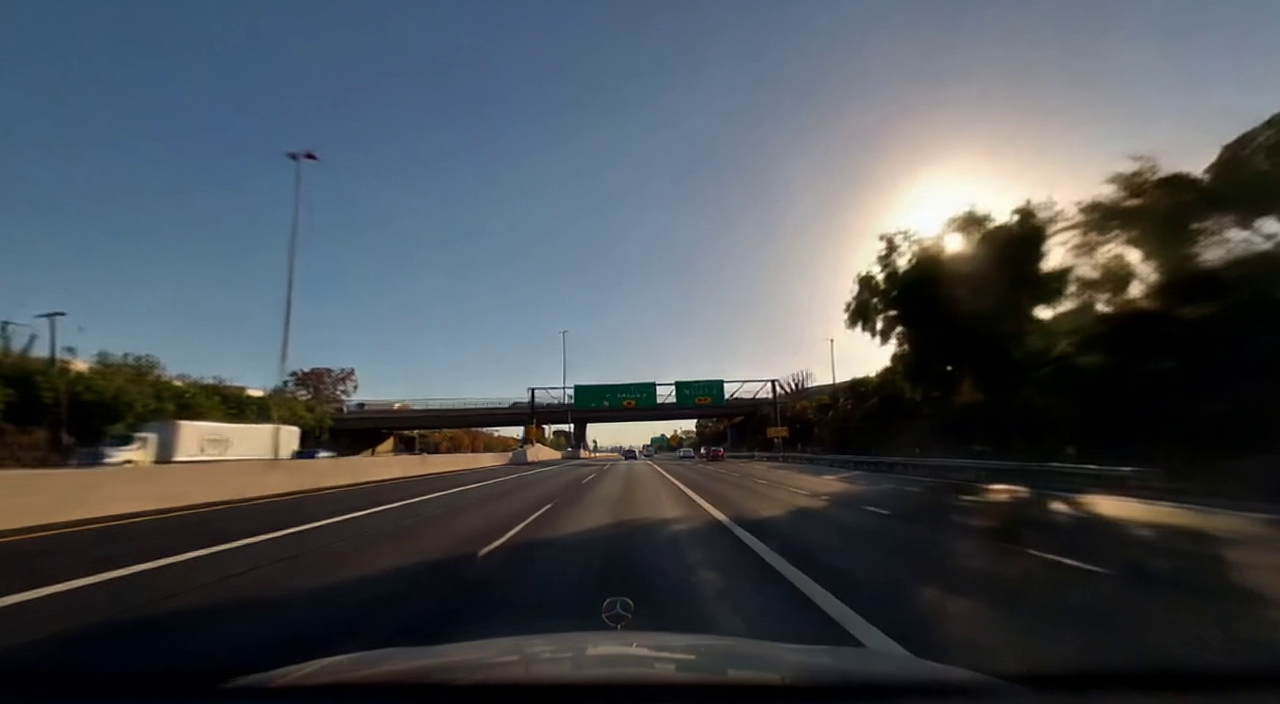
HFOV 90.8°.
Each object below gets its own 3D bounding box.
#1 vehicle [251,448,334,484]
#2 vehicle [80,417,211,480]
[{"bbox_3d":[-19.140,6.266,35.080,1.896,1.743,4.697,0,-8,0],"label":"vehicle"},{"bbox_3d":[-34.299,6.742,44.323,3.001,4.027,7.439,0,-8,0],"label":"vehicle"}]
